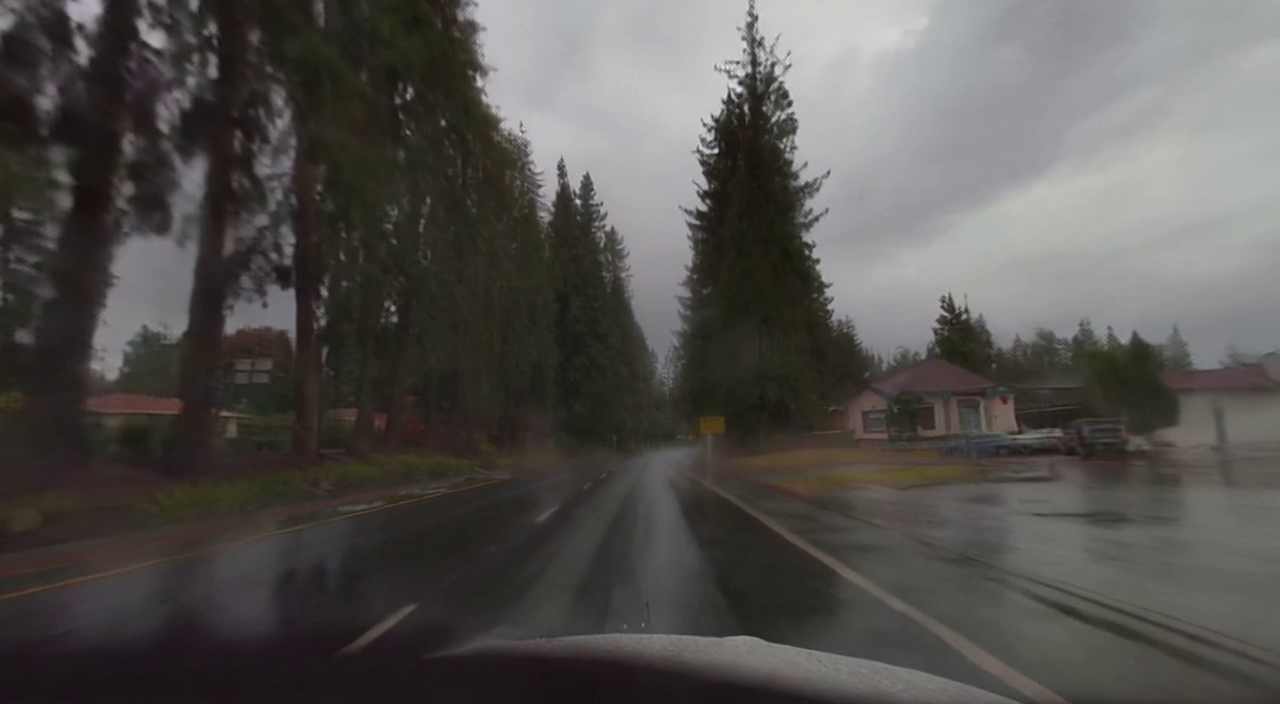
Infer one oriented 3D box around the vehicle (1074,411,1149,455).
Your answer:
[{"bbox_3d":[21.858,3.803,29.399,1.889,1.853,4.207,-4,-9,25],"label":"vehicle"}]
